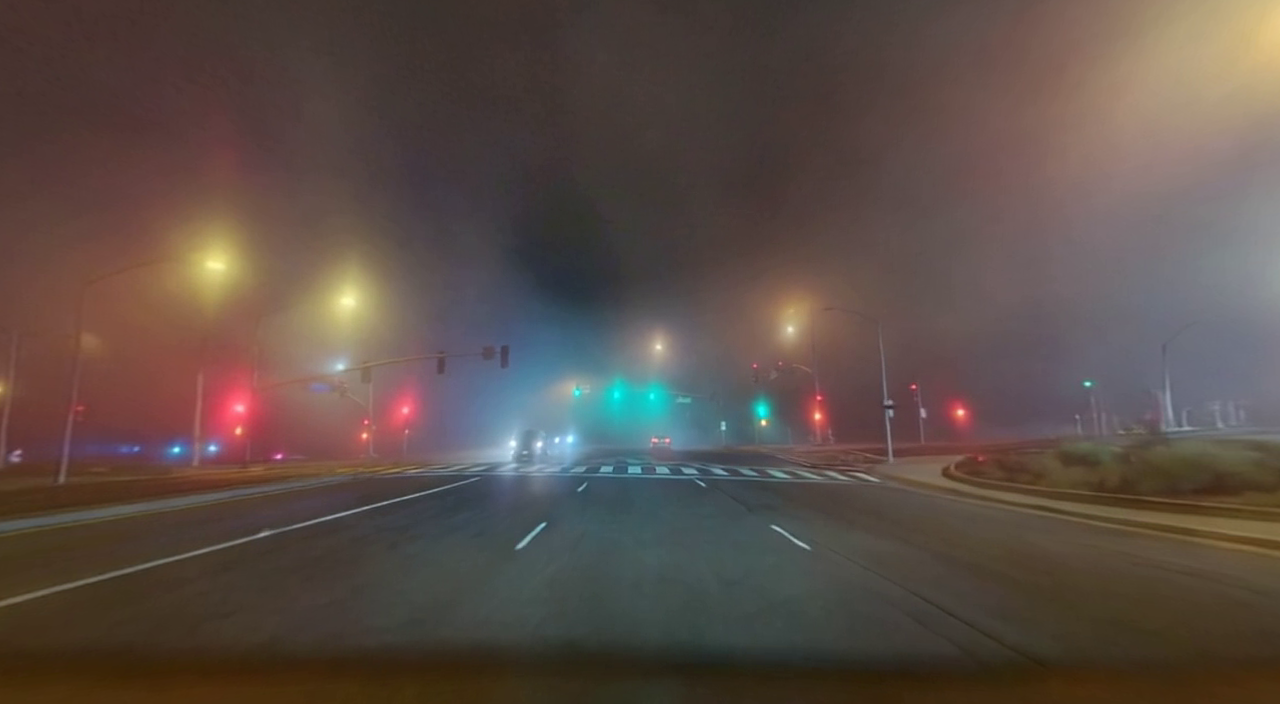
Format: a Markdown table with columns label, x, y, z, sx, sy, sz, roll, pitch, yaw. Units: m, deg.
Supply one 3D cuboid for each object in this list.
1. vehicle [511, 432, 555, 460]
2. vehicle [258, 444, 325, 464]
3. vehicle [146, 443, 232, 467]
| label | x | y | z | sx | sy | sz | roll | pitch | yaw |
| --- | --- | --- | --- | --- | --- | --- | --- | --- | --- |
| vehicle | -6.900 | 6.155 | 41.337 | 2.074 | 1.692 | 4.333 | 0 | -8 | 1 |
| vehicle | -27.032 | 7.911 | 49.052 | 4.444 | 1.457 | 1.927 | -2 | -9 | 16 |
| vehicle | -35.434 | 8.105 | 49.731 | 5.040 | 1.826 | 2.155 | 0 | -8 | -3 |
